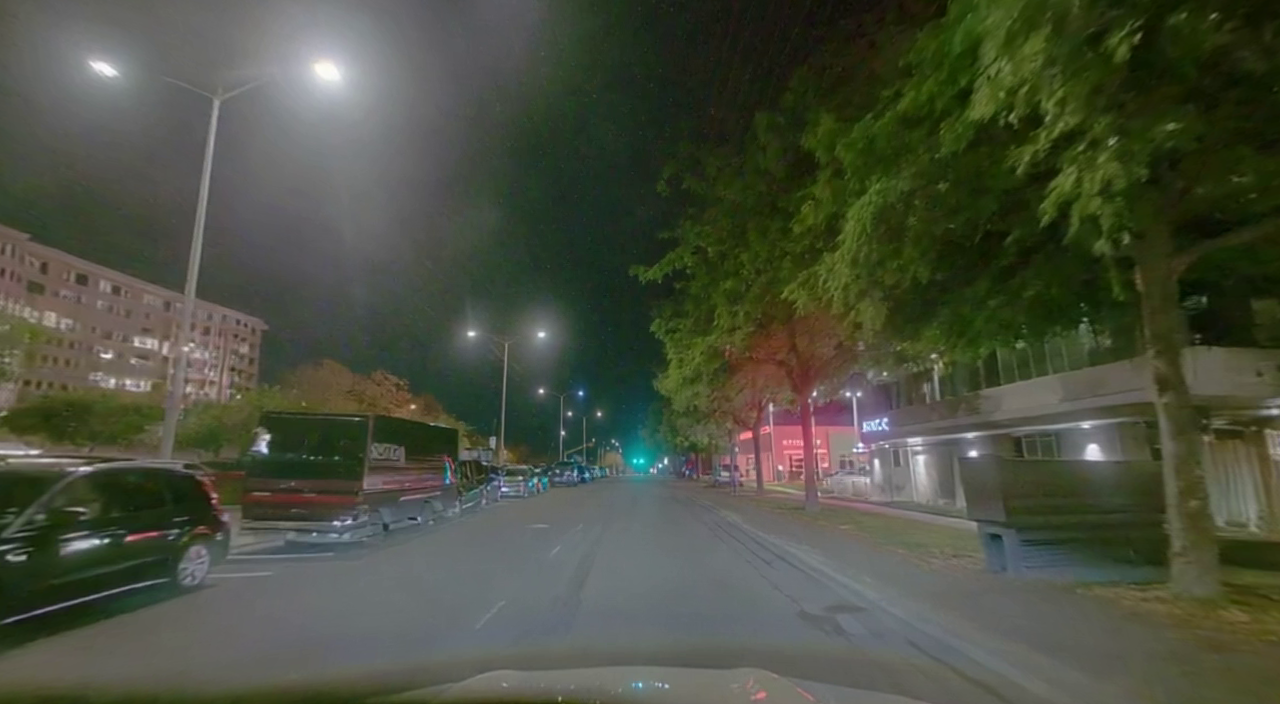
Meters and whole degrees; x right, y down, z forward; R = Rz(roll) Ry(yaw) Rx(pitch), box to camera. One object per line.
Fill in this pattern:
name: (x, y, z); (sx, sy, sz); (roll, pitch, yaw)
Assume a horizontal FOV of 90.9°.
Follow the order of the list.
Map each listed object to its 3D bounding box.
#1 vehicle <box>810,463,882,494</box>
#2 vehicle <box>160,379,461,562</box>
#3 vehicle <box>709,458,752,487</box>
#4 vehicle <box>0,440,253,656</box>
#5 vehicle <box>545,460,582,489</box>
vehicle: (10.447, 6.485, 32.388); (1.926, 1.469, 4.654); (1, -11, -3)
vehicle: (-5.622, 2.218, 12.057); (2.526, 2.655, 5.480); (0, -11, 2)
vehicle: (5.883, 7.957, 41.714); (2.054, 1.779, 4.650); (1, -11, -1)
vehicle: (-5.807, 1.639, 5.627); (1.843, 1.624, 4.372); (0, -11, 0)
vehicle: (-5.704, 9.175, 47.399); (2.196, 2.001, 5.548); (1, -11, -2)
